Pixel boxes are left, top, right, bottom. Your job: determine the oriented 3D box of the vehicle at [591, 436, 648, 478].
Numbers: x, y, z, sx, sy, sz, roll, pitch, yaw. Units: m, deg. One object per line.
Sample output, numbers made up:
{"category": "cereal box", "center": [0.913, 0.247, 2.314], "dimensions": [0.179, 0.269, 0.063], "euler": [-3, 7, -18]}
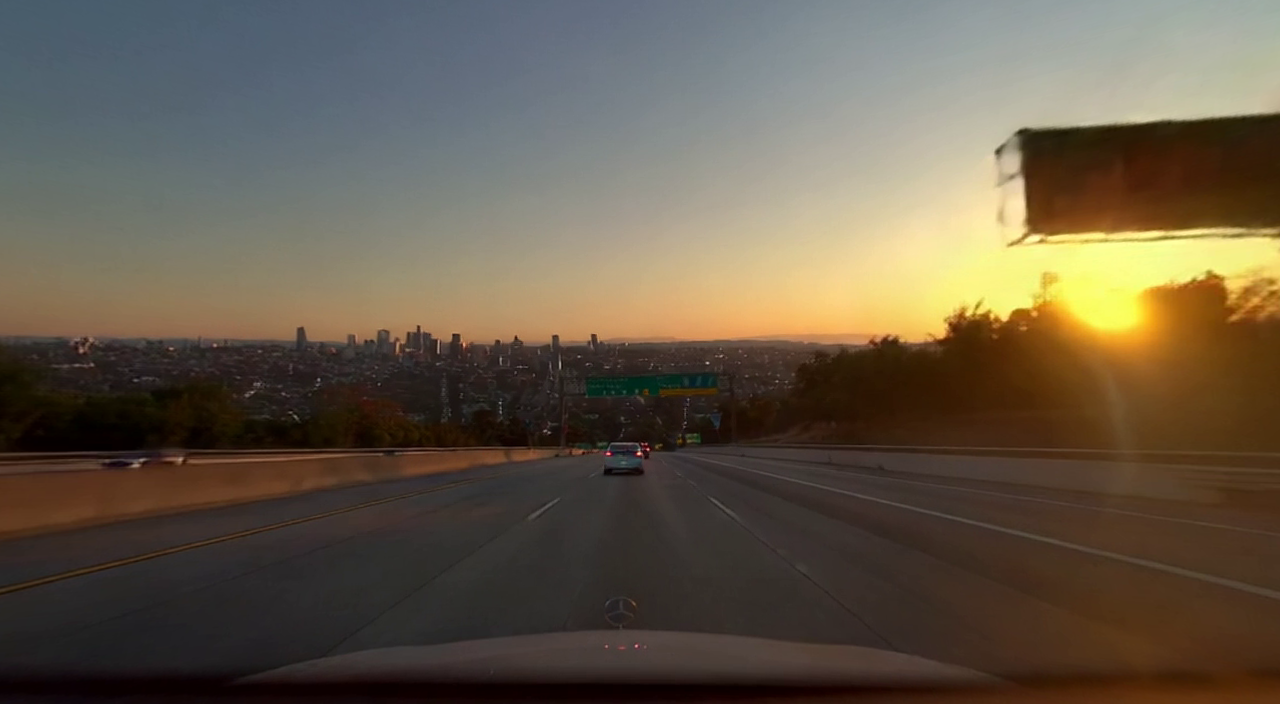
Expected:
{"category": "vehicle", "center": [-0.775, 4.260, 25.707], "dimensions": [2.147, 1.576, 3.964], "euler": [0, -9, 0]}
